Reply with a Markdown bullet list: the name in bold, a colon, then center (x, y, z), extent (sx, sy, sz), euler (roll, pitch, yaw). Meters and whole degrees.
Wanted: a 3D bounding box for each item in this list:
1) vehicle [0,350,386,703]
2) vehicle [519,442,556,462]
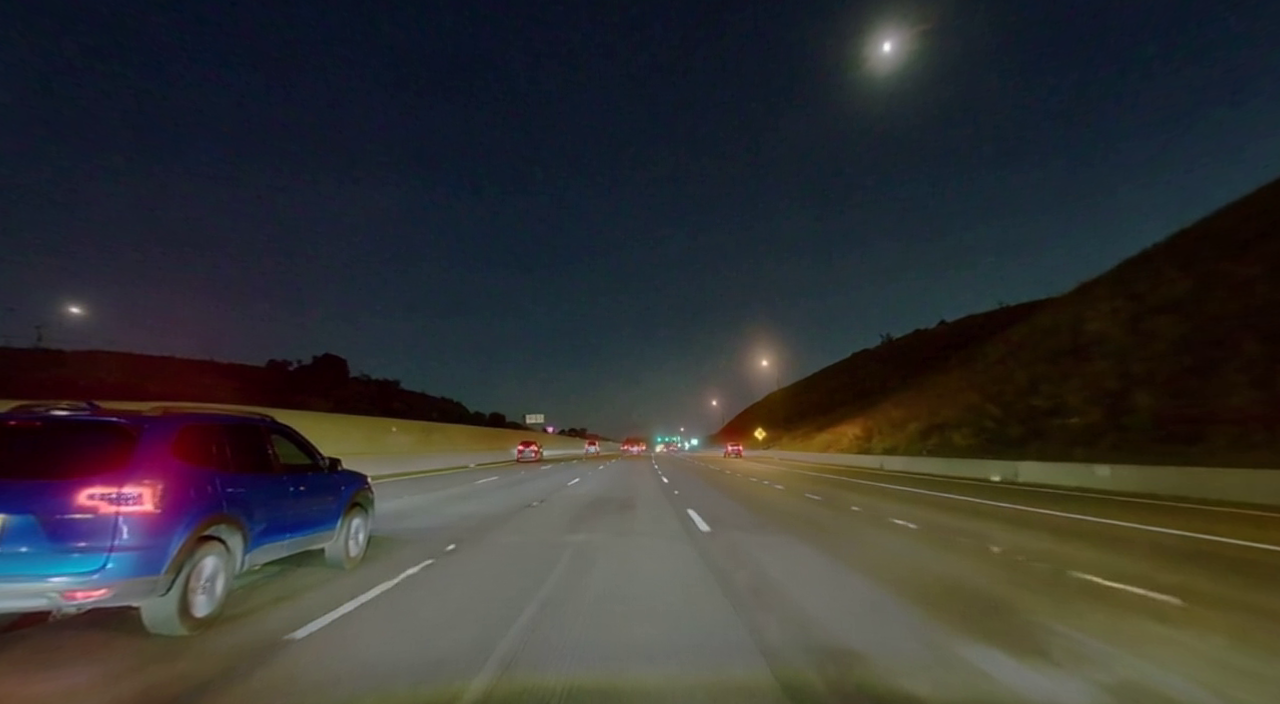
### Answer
- **vehicle**: center (-3.816, 1.114, 4.480), extent (2.047, 1.715, 4.689), euler (0, -9, 0)
- **vehicle**: center (-7.983, 7.845, 49.566), extent (2.054, 1.474, 4.450), euler (0, -9, 1)
